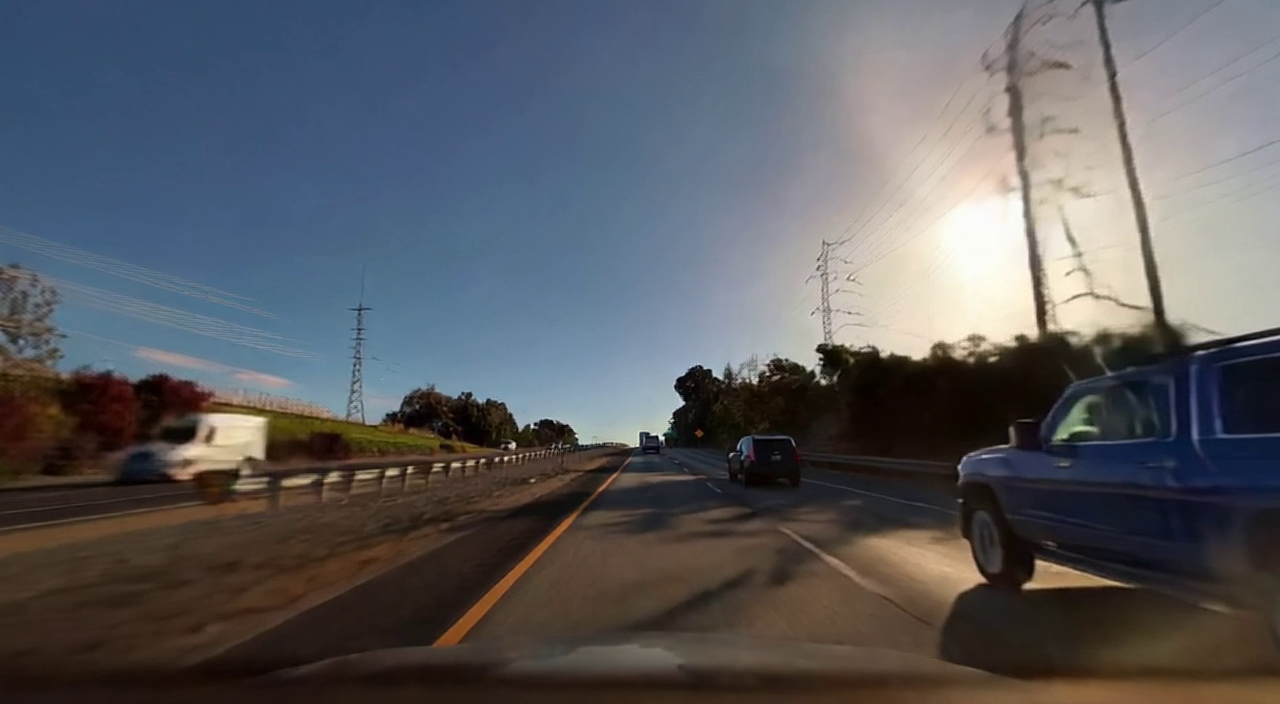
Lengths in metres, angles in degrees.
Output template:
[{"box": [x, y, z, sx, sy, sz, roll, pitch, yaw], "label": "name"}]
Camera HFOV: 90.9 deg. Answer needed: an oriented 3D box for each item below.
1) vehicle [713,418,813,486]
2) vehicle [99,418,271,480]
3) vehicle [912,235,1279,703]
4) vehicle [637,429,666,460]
[{"box": [4.302, 3.633, 23.202, 2.594, 2.155, 5.670, 0, -8, 1], "label": "vehicle"}, {"box": [-18.038, 3.883, 25.536, 2.411, 2.161, 5.702, -2, -8, 5], "label": "vehicle"}, {"box": [3.511, 0.694, 3.040, 2.145, 2.069, 5.057, 0, -8, 1], "label": "vehicle"}, {"box": [0.884, 7.176, 48.772, 2.099, 2.260, 4.899, 0, -8, 1], "label": "vehicle"}]
